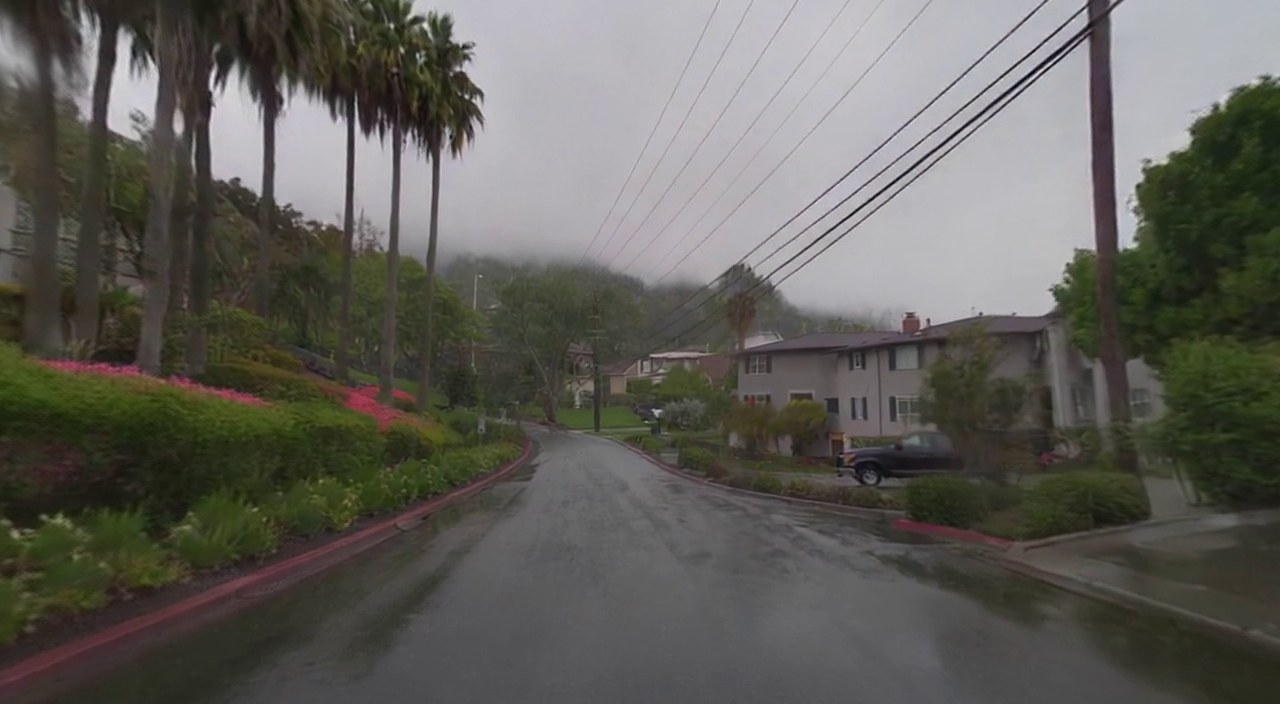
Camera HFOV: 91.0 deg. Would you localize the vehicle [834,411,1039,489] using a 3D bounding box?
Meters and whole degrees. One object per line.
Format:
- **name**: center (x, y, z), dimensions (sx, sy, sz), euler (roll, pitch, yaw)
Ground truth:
- **vehicle**: center (8.671, 2.926, 18.404), dimensions (5.663, 1.913, 2.170), euler (6, -10, -23)
